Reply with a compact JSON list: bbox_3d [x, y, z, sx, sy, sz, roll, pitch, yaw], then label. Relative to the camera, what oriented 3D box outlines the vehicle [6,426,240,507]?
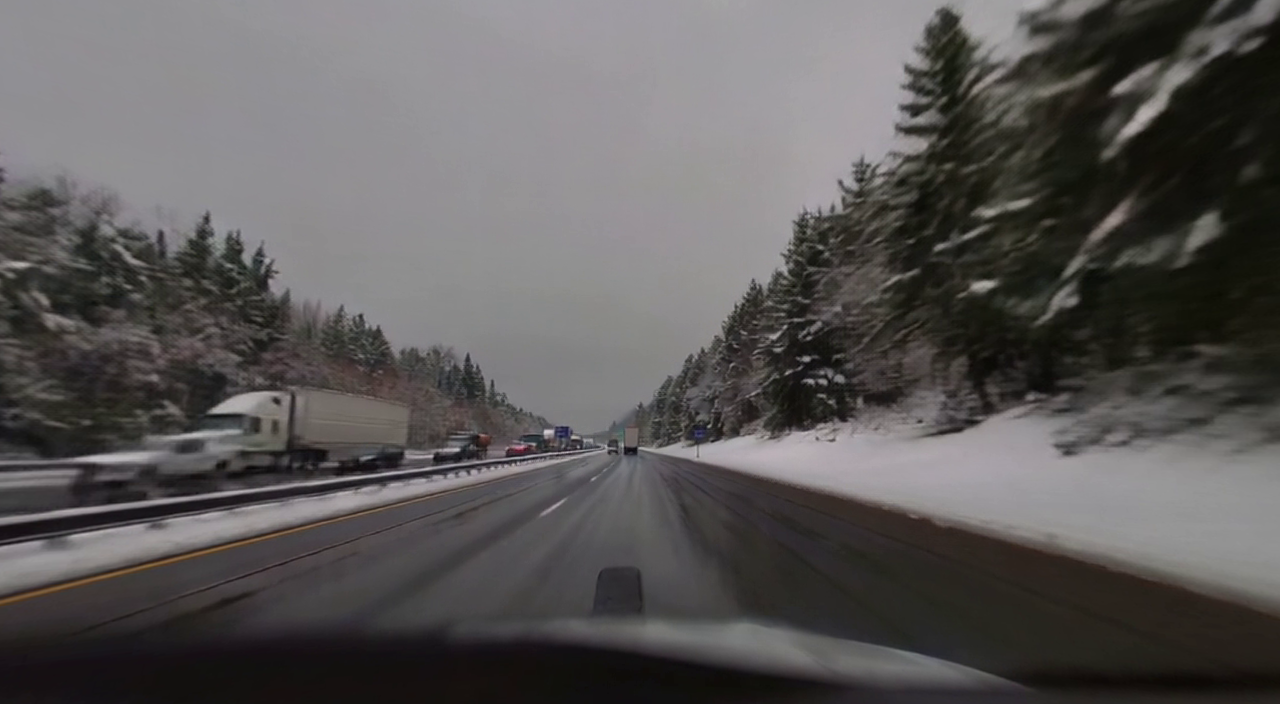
[{"bbox_3d":[-12.644,2.829,15.930,1.932,1.742,4.577,0,-9,1],"label":"vehicle"}]

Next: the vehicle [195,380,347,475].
[{"bbox_3d":[-17.260,3.719,30.186,3.168,4.049,6.561,0,-9,-1],"label":"vehicle"}]

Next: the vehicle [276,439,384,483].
[{"bbox_3d":[-12.315,4.353,25.406,1.995,1.557,4.654,0,-9,0],"label":"vehicle"}]

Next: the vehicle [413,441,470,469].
[{"bbox_3d":[-12.661,6.601,40.512,1.919,1.636,5.221,0,-9,0],"label":"vehicle"}]
